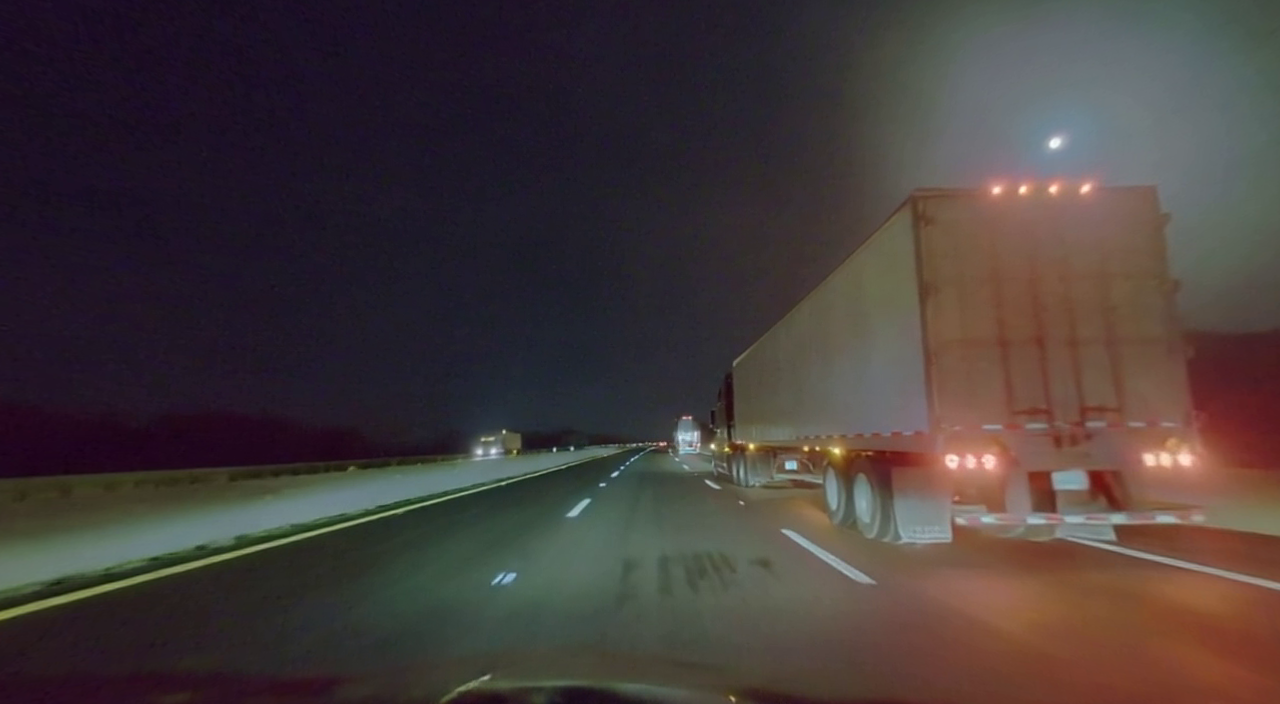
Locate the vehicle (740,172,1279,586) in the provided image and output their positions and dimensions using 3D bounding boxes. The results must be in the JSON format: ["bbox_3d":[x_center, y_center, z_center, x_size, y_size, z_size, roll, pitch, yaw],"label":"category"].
[{"bbox_3d":[4.879,1.240,13.181,3.485,3.975,14.489,0,-8,1],"label":"vehicle"}]
